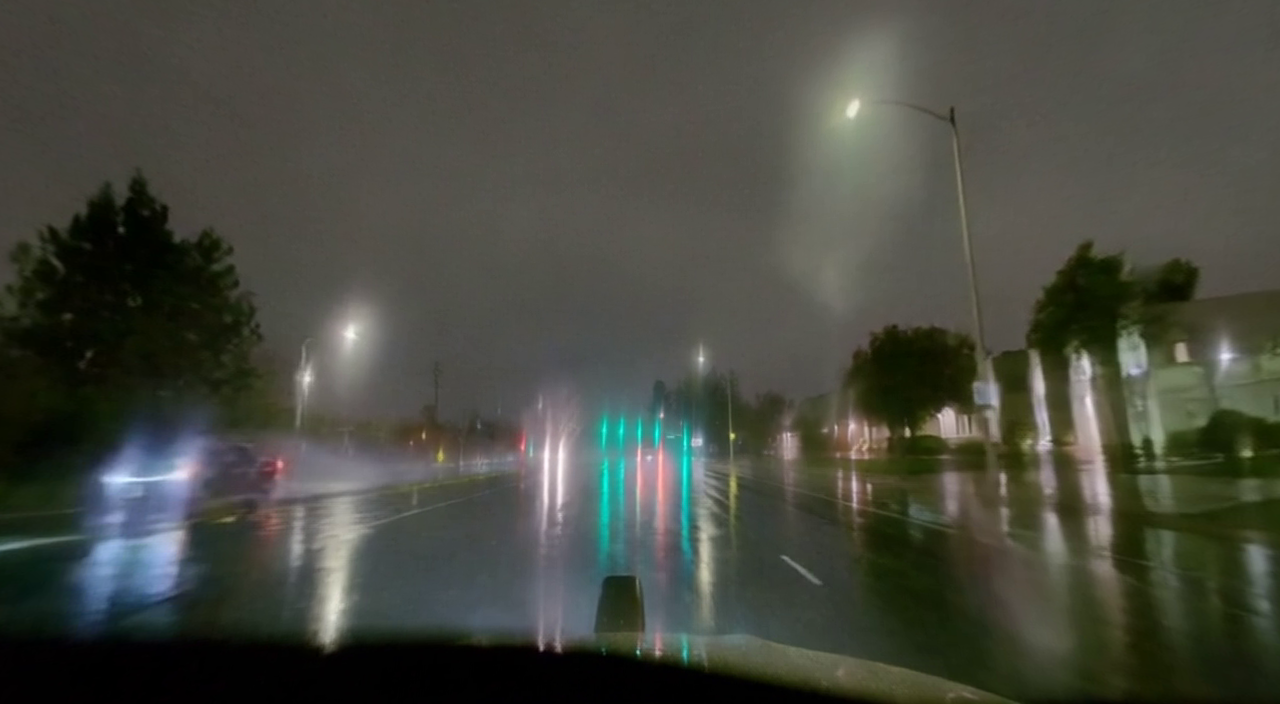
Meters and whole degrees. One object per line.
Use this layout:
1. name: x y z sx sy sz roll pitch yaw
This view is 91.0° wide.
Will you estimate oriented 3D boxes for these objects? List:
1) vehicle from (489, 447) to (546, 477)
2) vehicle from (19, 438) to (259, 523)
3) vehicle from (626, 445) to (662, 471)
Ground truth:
1. vehicle: -6.422 5.824 33.487 2.014 1.472 4.357 0 -9 2
2. vehicle: -13.602 3.482 17.765 2.301 1.967 5.468 0 -9 -1
3. vehicle: 0.257 6.664 39.745 2.106 1.517 4.375 0 -9 0
